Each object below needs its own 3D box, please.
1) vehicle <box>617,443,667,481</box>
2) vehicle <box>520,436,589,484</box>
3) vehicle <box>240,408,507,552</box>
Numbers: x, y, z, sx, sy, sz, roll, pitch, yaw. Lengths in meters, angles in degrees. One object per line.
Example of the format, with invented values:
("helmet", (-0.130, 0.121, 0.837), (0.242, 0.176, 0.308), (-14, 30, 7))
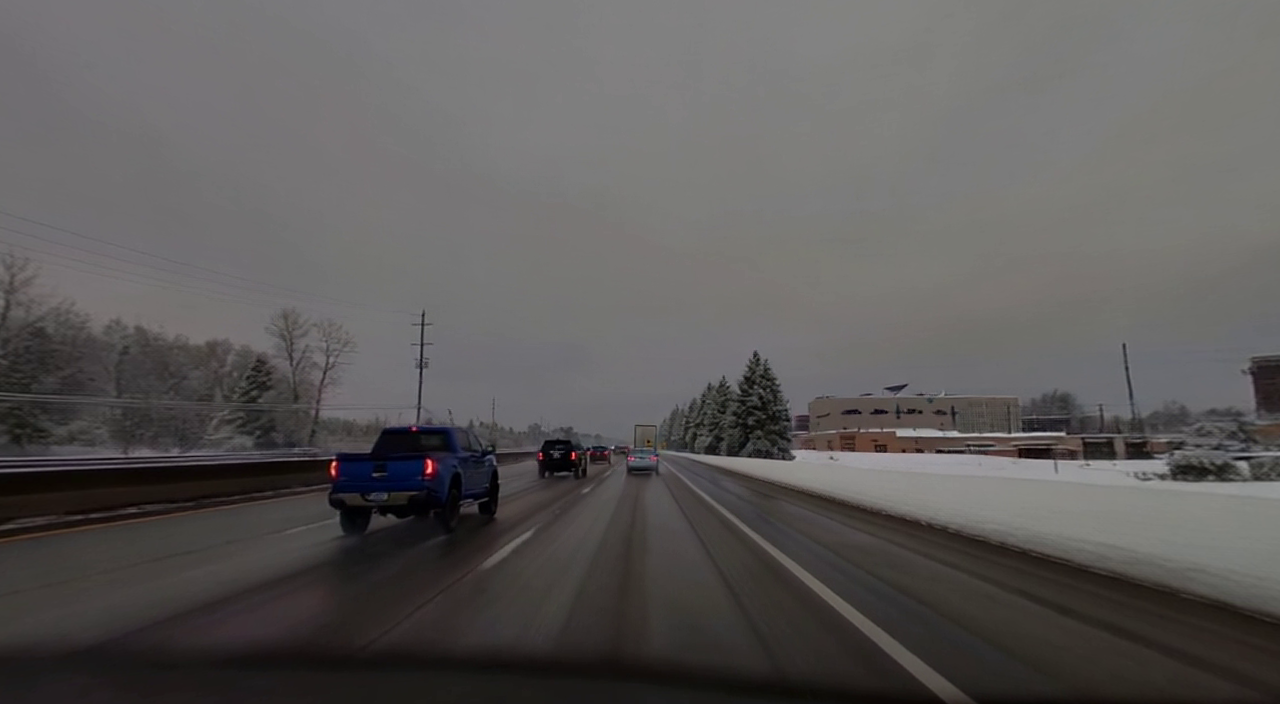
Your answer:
("vehicle", (0.062, 4.737, 27.465), (2.047, 1.473, 3.978), (0, -8, 0))
("vehicle", (-3.454, 4.438, 26.279), (2.133, 1.789, 4.518), (-1, -8, 1))
("vehicle", (-4.035, 2.062, 10.917), (2.198, 1.848, 5.346), (0, -8, 1))
